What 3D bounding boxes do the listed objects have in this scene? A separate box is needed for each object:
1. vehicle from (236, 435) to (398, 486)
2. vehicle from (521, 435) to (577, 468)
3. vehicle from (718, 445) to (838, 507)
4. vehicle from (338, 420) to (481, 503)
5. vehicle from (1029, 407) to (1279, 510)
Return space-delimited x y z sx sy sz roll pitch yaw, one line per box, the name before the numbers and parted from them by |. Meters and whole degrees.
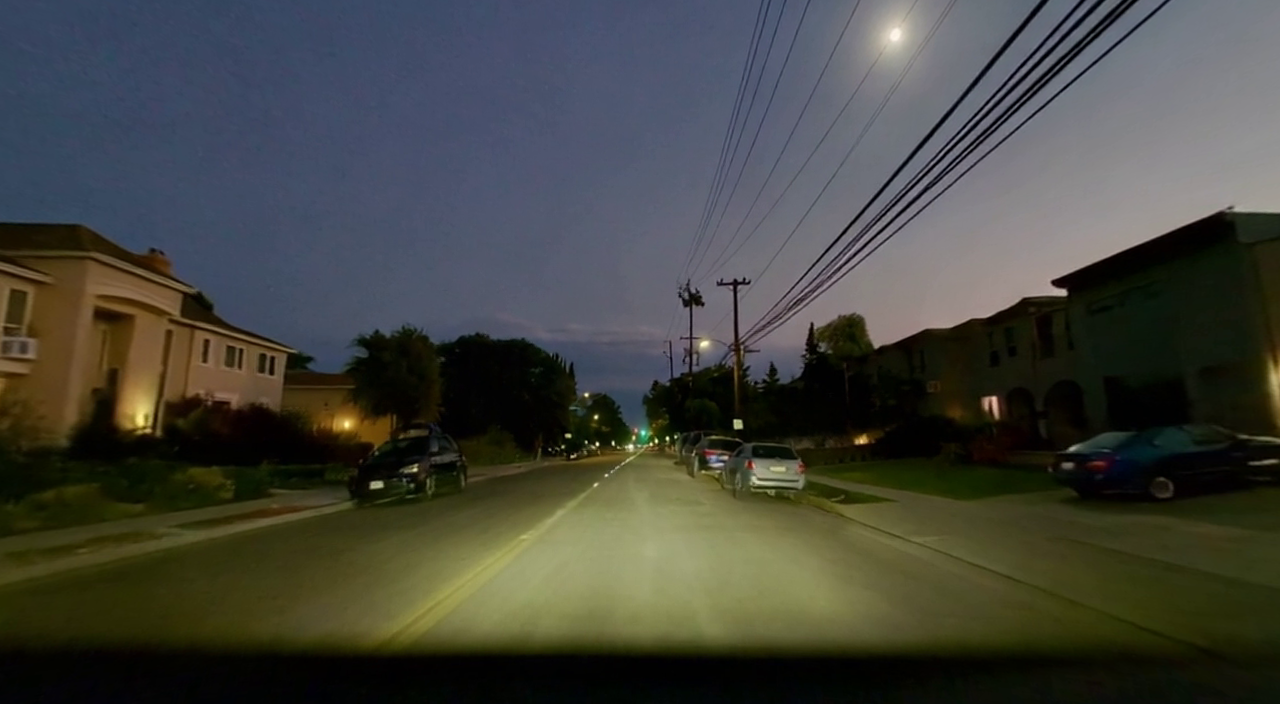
vehicle | -11.286 3.822 22.365 4.529 1.677 2.204 0 -8 1
vehicle | -5.887 6.598 41.570 2.398 1.910 5.999 -3 -11 4
vehicle | 3.151 2.896 15.260 1.827 1.286 3.684 1 -8 -4
vehicle | -6.177 3.115 17.652 2.156 1.932 4.518 -2 -11 2
vehicle | 9.454 1.768 10.690 4.210 1.541 2.260 0 -8 2
